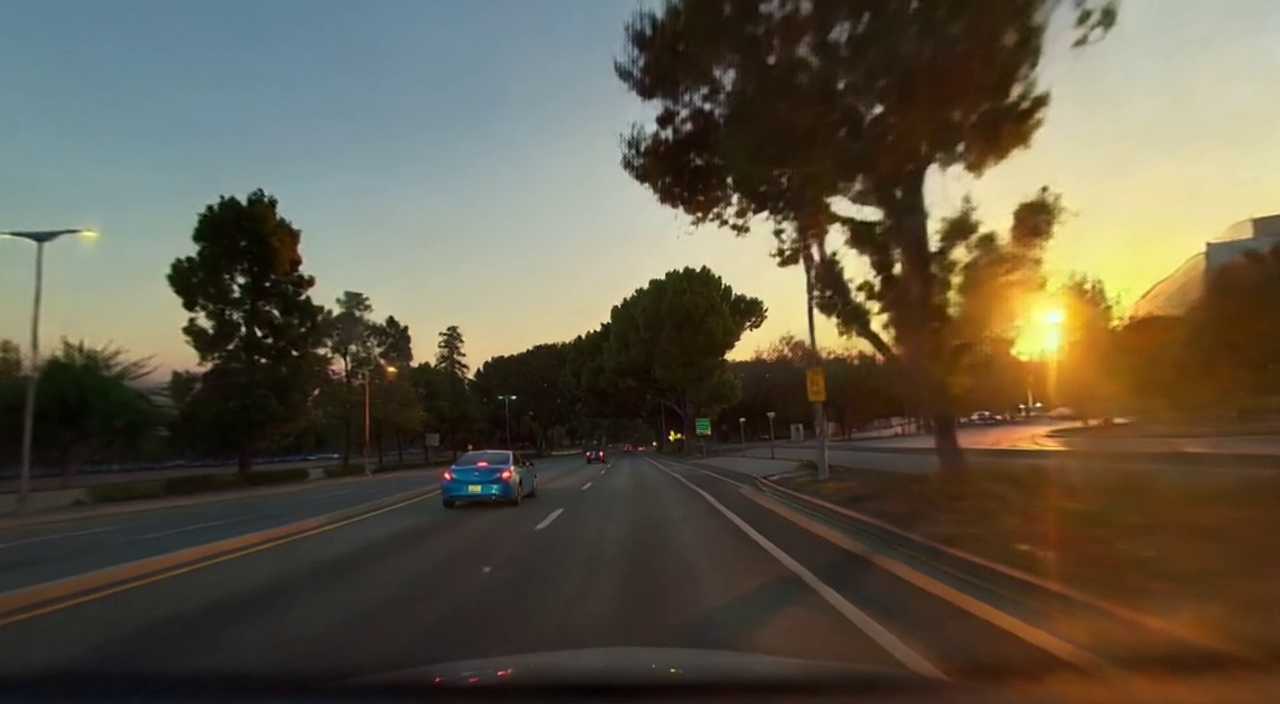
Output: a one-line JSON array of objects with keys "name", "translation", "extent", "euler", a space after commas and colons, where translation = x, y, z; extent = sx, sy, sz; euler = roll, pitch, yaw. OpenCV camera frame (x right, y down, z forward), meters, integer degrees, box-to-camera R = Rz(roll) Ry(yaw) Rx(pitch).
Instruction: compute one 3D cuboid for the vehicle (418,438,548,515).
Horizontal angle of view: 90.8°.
[{"name": "vehicle", "translation": [-3.367, 2.740, 14.426], "extent": [1.964, 1.472, 4.078], "euler": [0, -8, -1]}]
